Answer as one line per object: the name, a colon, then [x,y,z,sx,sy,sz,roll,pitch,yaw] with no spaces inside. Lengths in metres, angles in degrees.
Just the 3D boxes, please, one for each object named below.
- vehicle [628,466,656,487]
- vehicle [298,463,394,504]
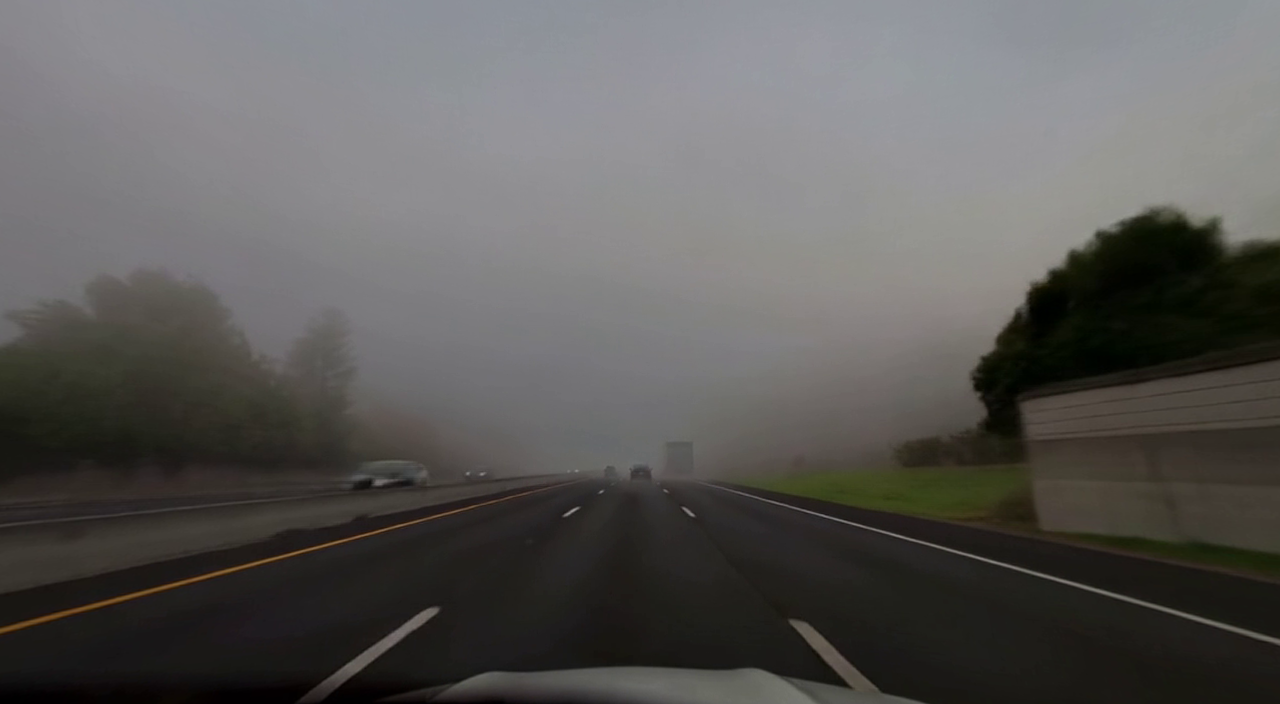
vehicle: [0.151,9.414,47.761,2.015,1.478,3.920,1,-10,0]
vehicle: [-11.748,5.282,25.483,1.857,1.468,4.119,1,-10,0]
